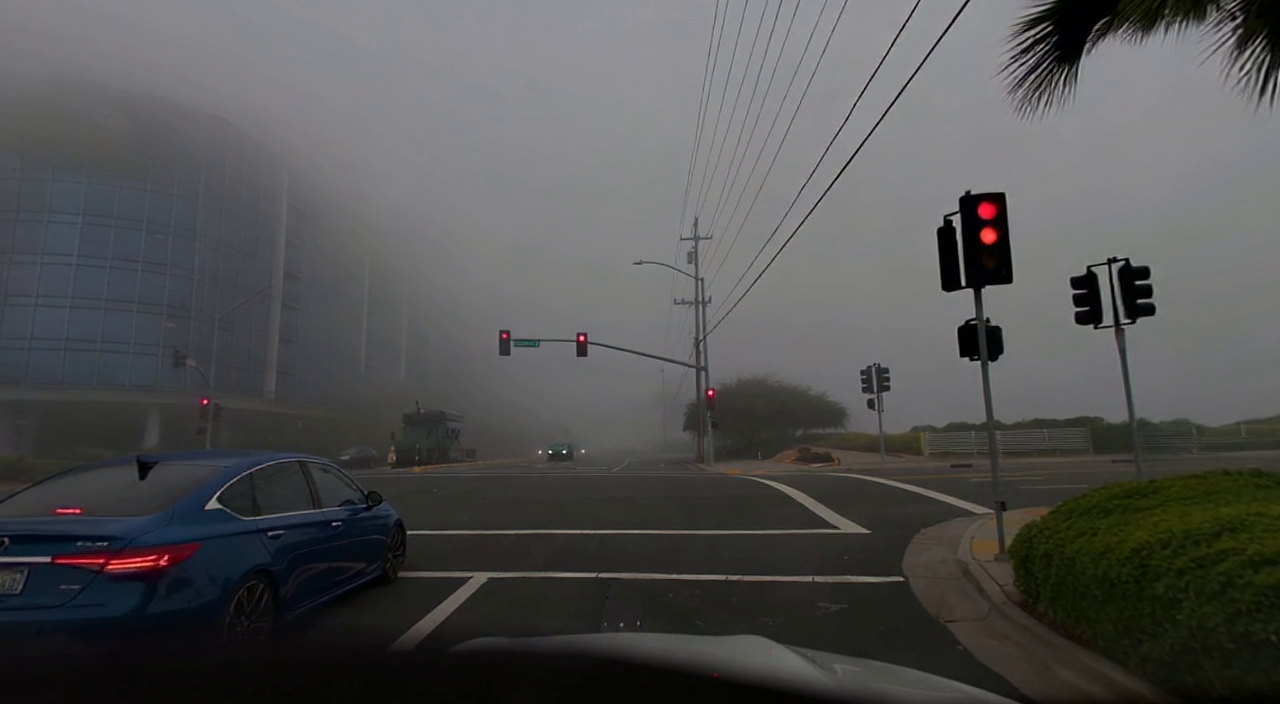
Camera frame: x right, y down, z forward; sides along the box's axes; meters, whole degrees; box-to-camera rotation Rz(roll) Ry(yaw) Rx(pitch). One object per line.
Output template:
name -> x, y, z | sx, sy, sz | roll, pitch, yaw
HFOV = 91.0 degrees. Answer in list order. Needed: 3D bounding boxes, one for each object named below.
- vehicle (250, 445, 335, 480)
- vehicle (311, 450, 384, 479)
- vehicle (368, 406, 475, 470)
vehicle -> -19.082, 6.058, 34.826 | 2.017, 1.739, 4.569 | 0, -9, 1
vehicle -> -15.348, 5.926, 33.290 | 1.875, 1.389, 3.784 | 0, -9, 3
vehicle -> -15.128, 6.249, 45.007 | 3.014, 3.949, 11.279 | 0, -9, 3
